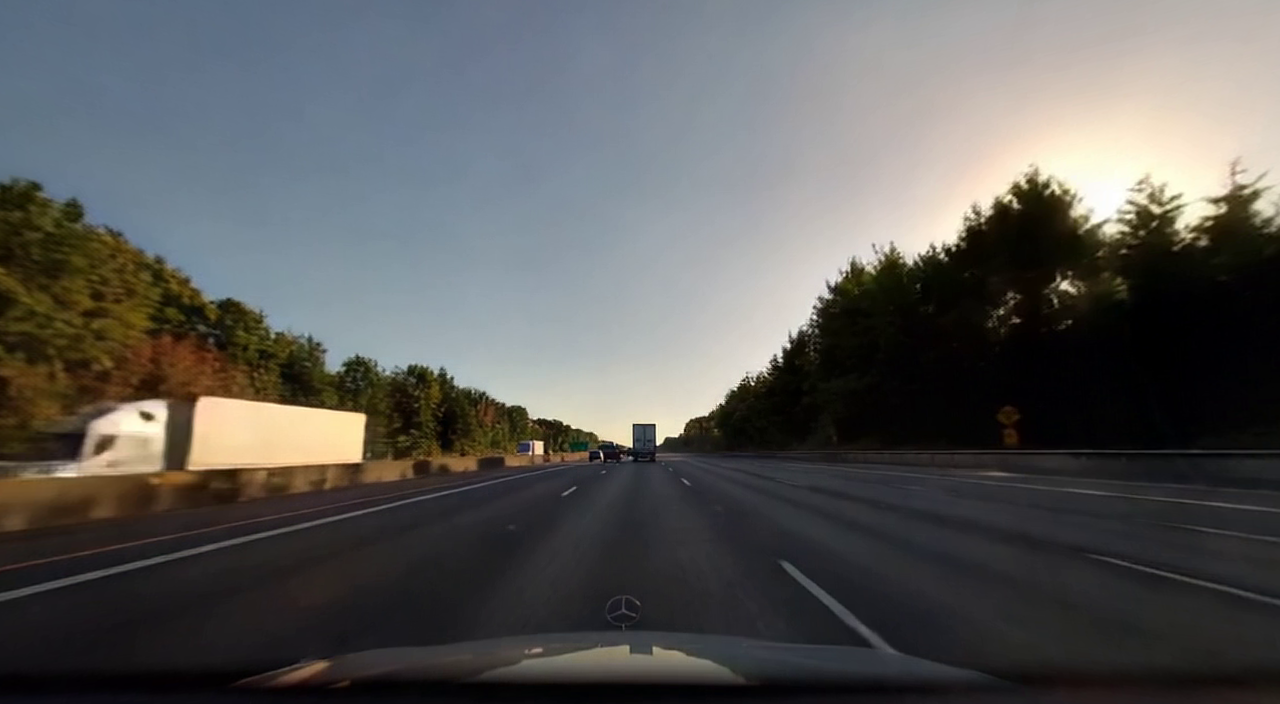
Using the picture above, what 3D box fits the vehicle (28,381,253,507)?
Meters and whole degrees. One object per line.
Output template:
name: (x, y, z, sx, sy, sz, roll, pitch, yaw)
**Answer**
vehicle: (-17.532, 3.316, 22.817, 3.007, 3.936, 5.906, 0, -9, 0)
